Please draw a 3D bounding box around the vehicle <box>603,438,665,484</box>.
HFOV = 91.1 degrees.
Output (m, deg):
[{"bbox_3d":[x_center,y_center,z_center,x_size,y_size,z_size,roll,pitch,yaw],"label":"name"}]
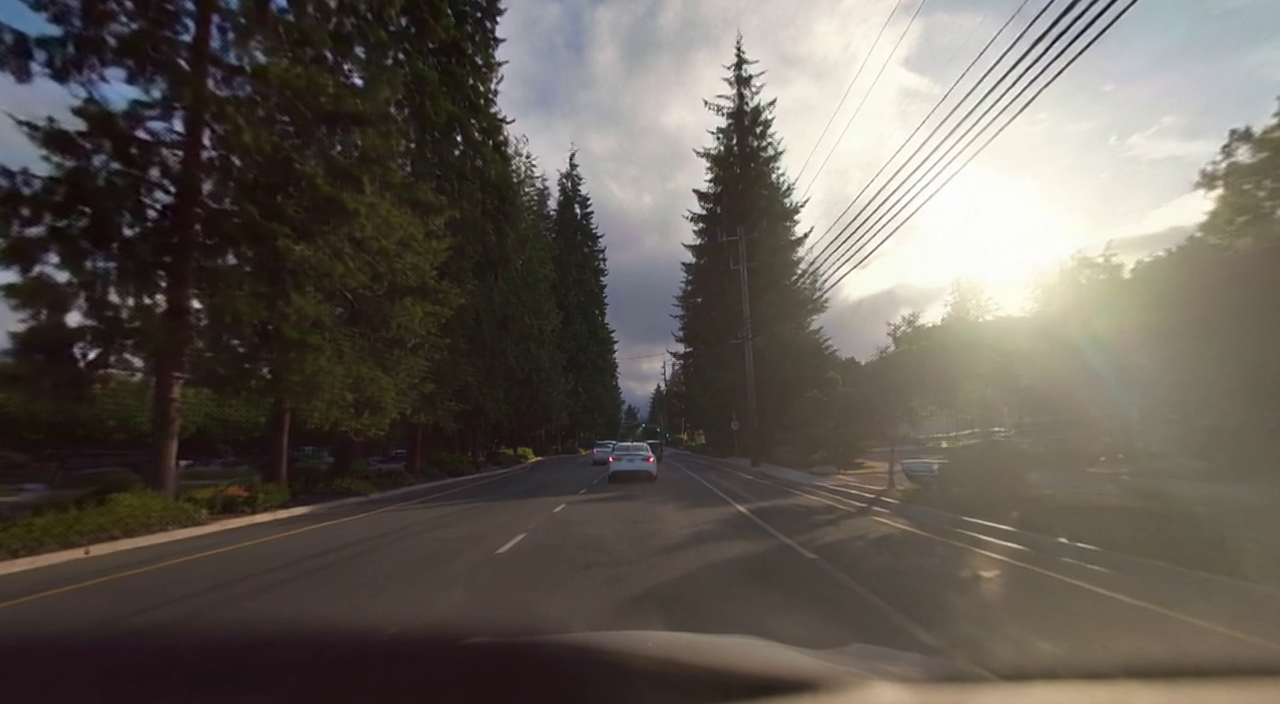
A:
[{"bbox_3d":[-0.202,3.828,22.366,1.991,1.463,3.988,0,-8,0],"label":"vehicle"}]
